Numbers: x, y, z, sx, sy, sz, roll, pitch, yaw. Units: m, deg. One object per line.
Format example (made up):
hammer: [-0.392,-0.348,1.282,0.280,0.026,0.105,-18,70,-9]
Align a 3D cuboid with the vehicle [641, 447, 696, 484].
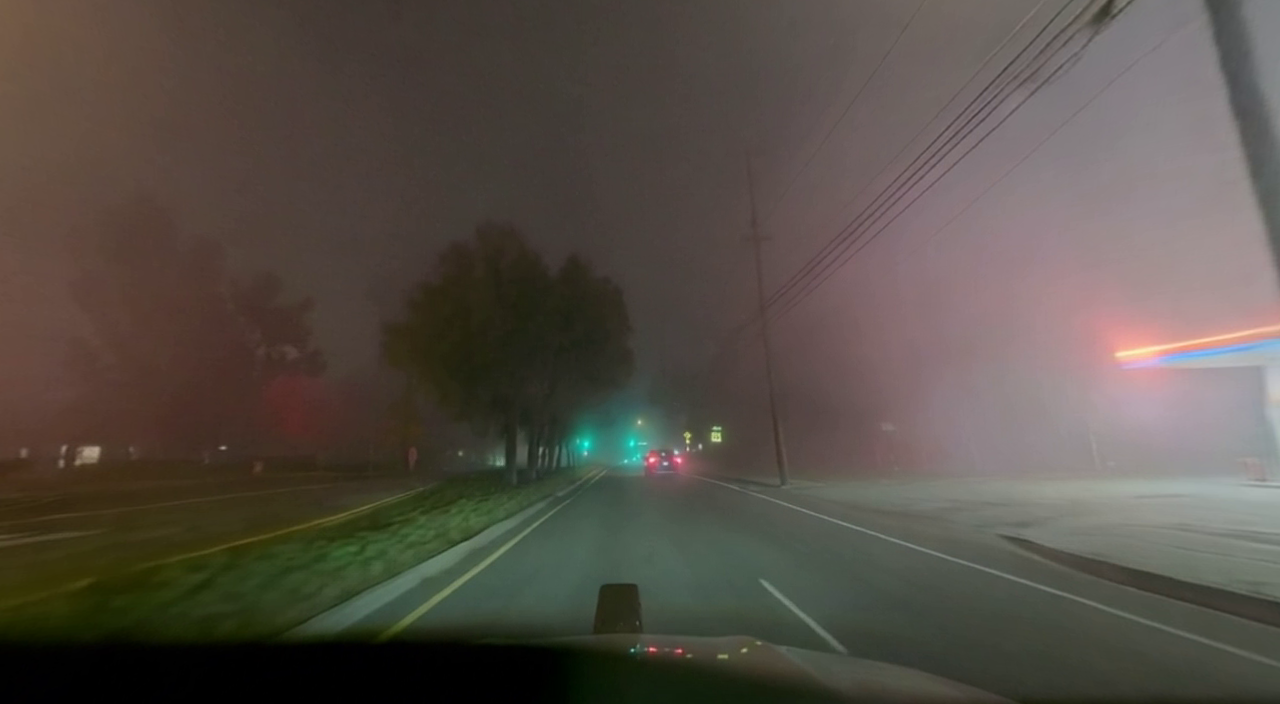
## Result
vehicle: [1.171,4.981,28.061,2.061,1.475,4.296,0,-8,-3]
